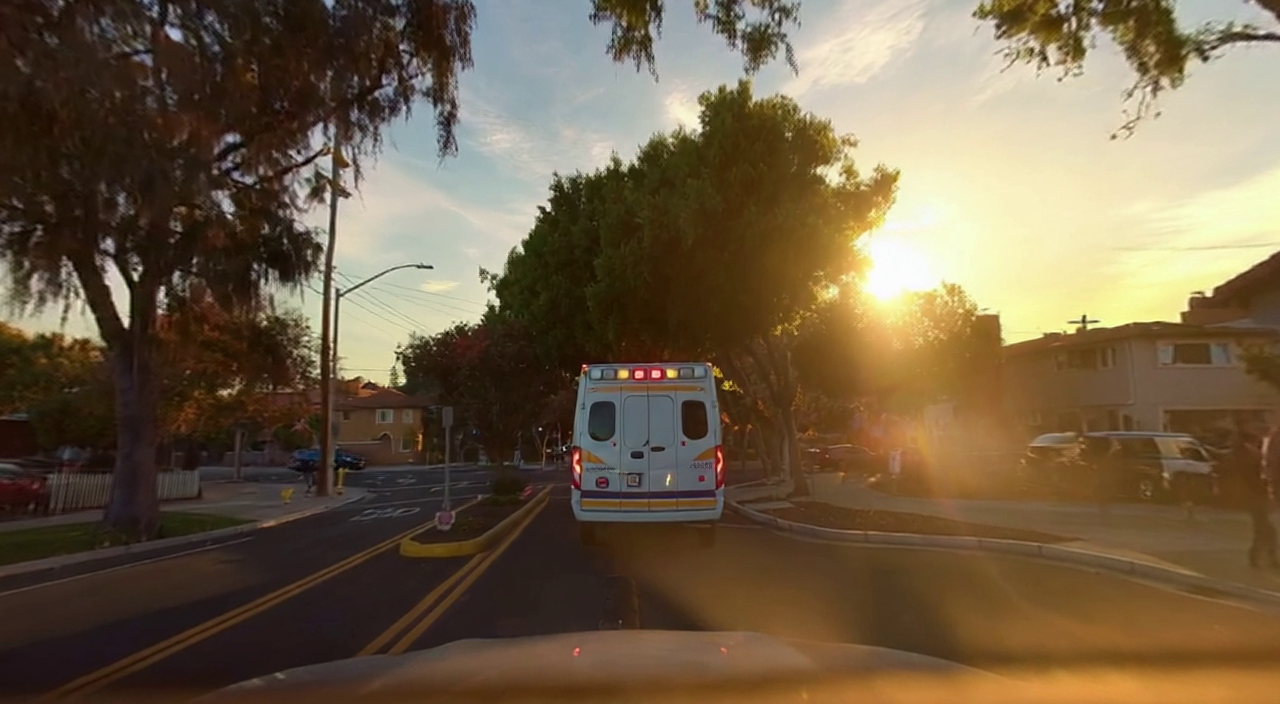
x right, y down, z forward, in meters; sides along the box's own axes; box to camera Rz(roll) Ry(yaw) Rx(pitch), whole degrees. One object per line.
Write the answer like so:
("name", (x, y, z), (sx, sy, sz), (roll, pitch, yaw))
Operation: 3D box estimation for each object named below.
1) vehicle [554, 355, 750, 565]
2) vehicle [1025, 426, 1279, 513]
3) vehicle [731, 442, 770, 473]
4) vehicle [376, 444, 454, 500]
("vehicle", (0.147, 1.745, 10.794), (2.444, 2.640, 5.482), (0, -8, 0))
("vehicle", (13.220, 2.933, 16.044), (5.270, 1.966, 2.329), (-2, -9, 11))
("vehicle", (7.004, 6.711, 40.427), (2.056, 1.810, 4.502), (-1, -8, 5))
("vehicle", (-8.418, 4.323, 23.324), (2.290, 1.776, 4.947), (3, -9, -24))
